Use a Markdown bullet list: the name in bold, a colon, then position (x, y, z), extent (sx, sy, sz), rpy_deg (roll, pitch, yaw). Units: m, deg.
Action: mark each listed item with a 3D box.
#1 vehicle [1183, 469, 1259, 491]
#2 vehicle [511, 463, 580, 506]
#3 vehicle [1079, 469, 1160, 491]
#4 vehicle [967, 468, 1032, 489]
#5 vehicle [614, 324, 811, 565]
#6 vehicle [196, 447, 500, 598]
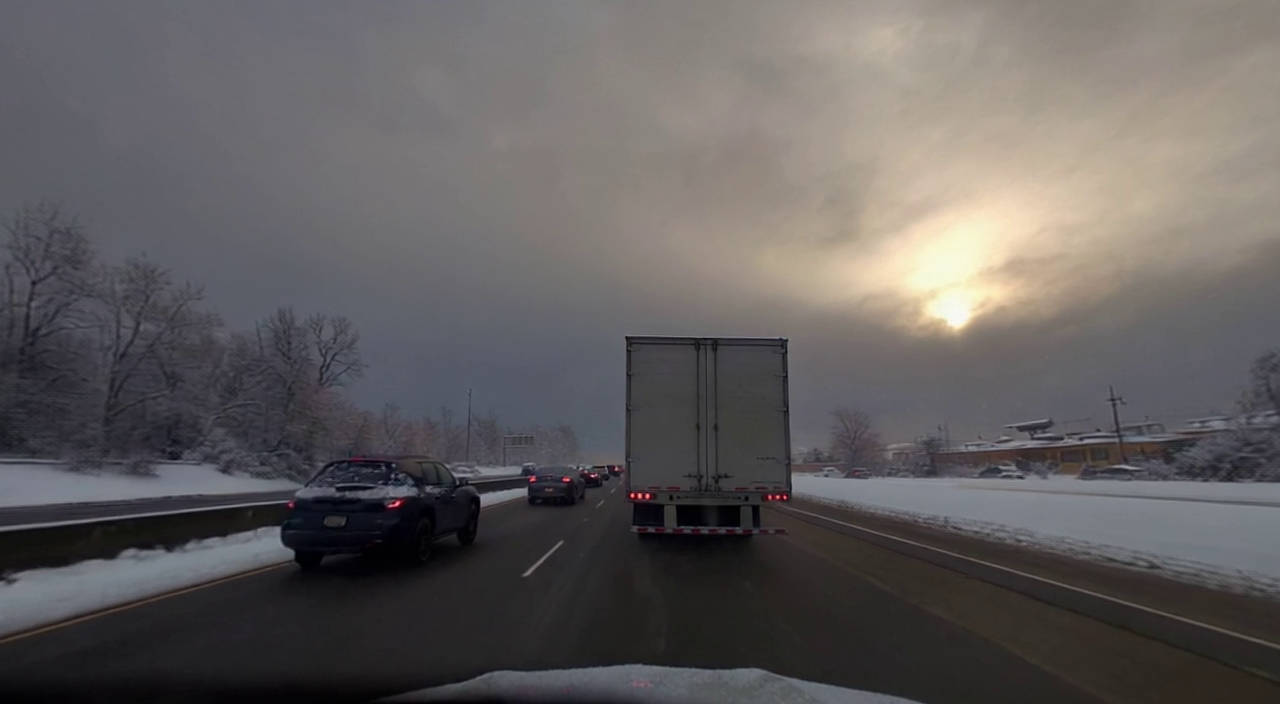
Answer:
- **vehicle**: position (42.750, 9.413, 46.382), extent (3.974, 1.485, 1.709), rpy_deg (1, -11, -4)
- **vehicle**: position (-3.636, 5.230, 25.123), extent (1.964, 1.482, 4.371), rpy_deg (0, -11, 1)
- **vehicle**: position (35.239, 9.431, 46.425), extent (4.299, 1.465, 1.807), rpy_deg (-1, -11, 8)
- **vehicle**: position (28.249, 9.947, 49.601), extent (4.107, 1.485, 1.796), rpy_deg (-3, -11, 20)
- **vehicle**: position (1.077, 2.115, 13.656), extent (2.831, 3.529, 8.689), rpy_deg (1, -11, 0)
- **vehicle**: position (-3.528, 2.191, 8.881), extent (1.983, 1.509, 4.679), rpy_deg (1, -11, 1)
